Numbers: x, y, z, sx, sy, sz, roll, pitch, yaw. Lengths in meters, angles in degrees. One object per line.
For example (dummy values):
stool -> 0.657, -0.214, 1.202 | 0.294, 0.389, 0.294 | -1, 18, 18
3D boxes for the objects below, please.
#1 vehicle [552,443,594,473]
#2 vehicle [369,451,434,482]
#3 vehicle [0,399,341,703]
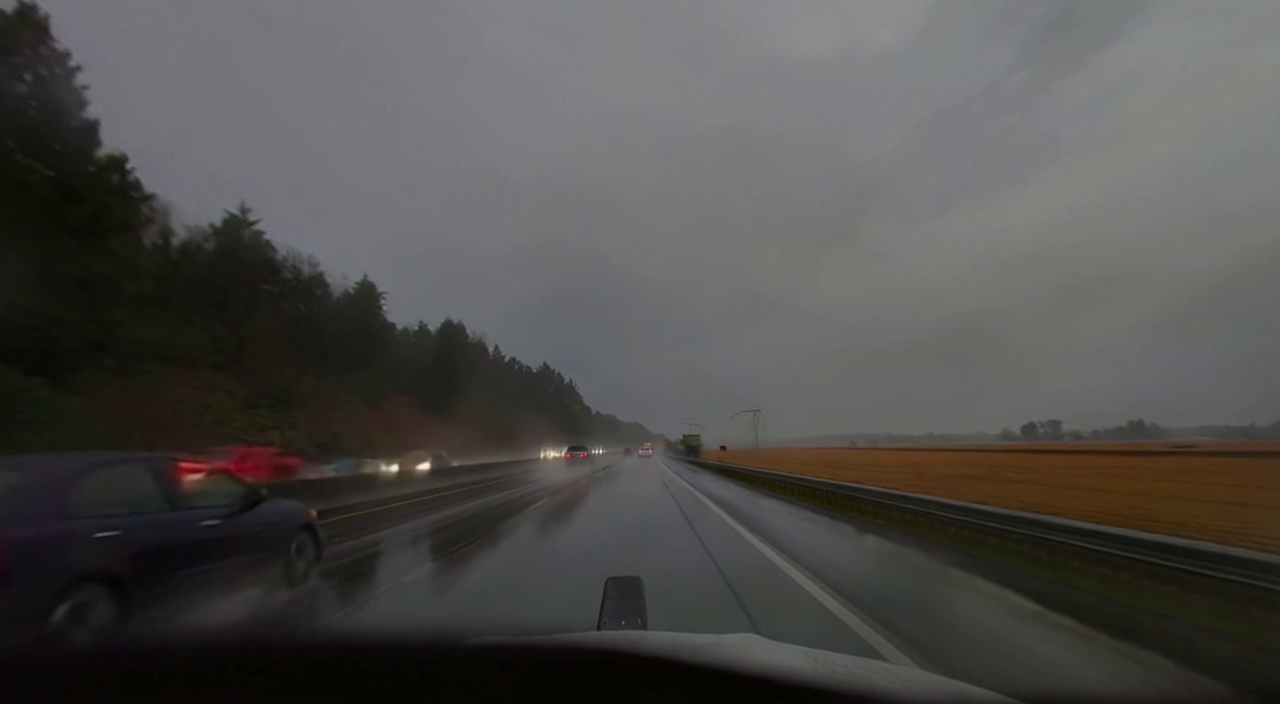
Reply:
vehicle -> -4.042, 6.474, 38.616 | 2.095, 1.664, 4.305 | 0, -9, 0
vehicle -> -12.326, 5.923, 32.841 | 1.706, 1.449, 4.208 | 0, -9, 0
vehicle -> -3.668, 1.090, 3.510 | 1.970, 1.483, 4.097 | 0, -9, 0
